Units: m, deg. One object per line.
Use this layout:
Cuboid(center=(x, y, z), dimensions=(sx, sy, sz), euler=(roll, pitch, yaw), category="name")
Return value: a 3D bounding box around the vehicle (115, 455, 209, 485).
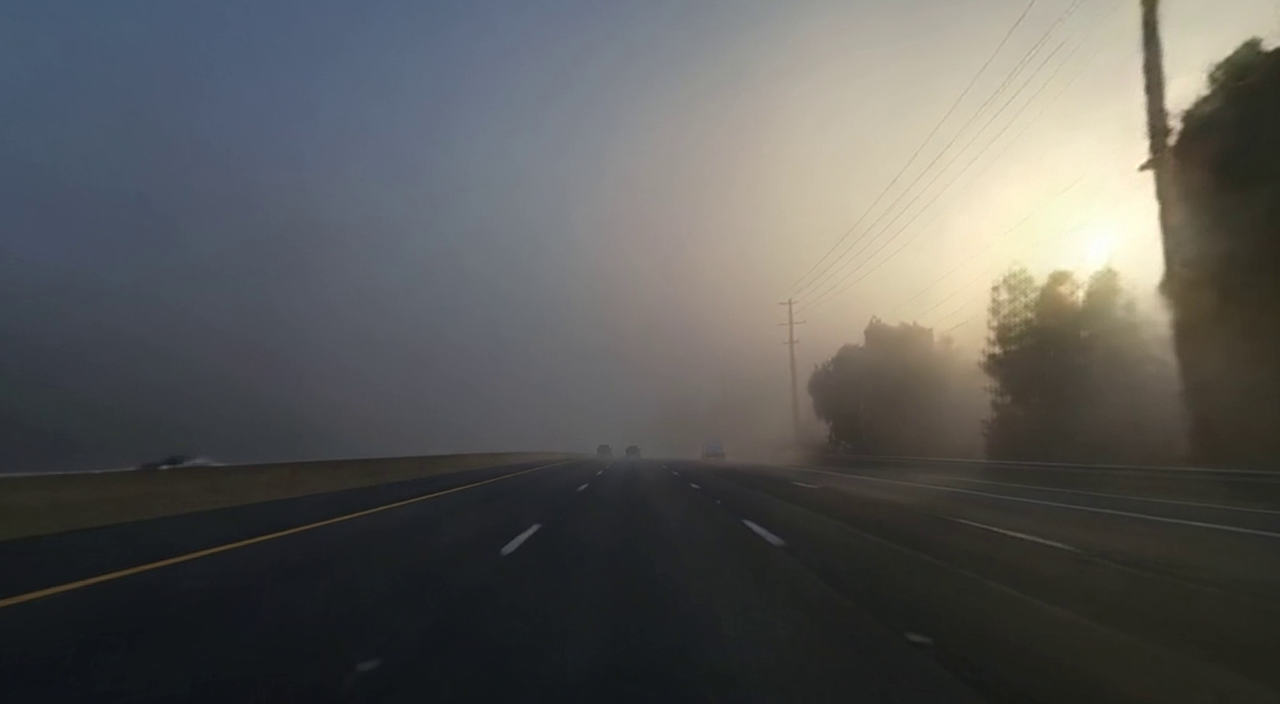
Cuboid(center=(-25.560, 6.299, 33.959), dimensions=(1.761, 1.450, 4.262), euler=(0, -9, -1), category="vehicle")
